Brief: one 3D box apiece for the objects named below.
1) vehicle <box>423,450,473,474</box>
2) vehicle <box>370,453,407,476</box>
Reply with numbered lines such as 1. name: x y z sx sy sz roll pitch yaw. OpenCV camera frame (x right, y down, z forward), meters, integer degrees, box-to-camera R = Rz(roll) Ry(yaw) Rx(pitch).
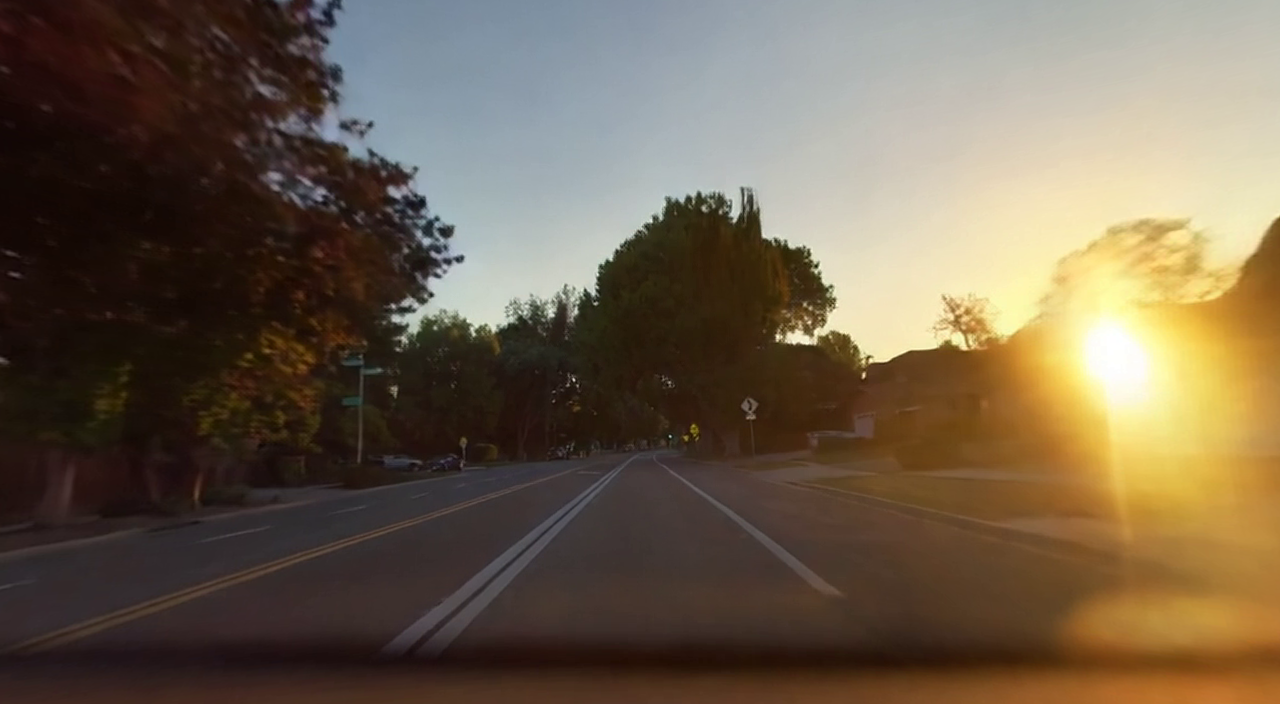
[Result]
1. vehicle: -14.012 8.059 46.293 2.199 1.592 4.492 -1 -8 1
2. vehicle: -19.039 8.513 47.834 2.012 1.572 3.830 1 -8 -13
